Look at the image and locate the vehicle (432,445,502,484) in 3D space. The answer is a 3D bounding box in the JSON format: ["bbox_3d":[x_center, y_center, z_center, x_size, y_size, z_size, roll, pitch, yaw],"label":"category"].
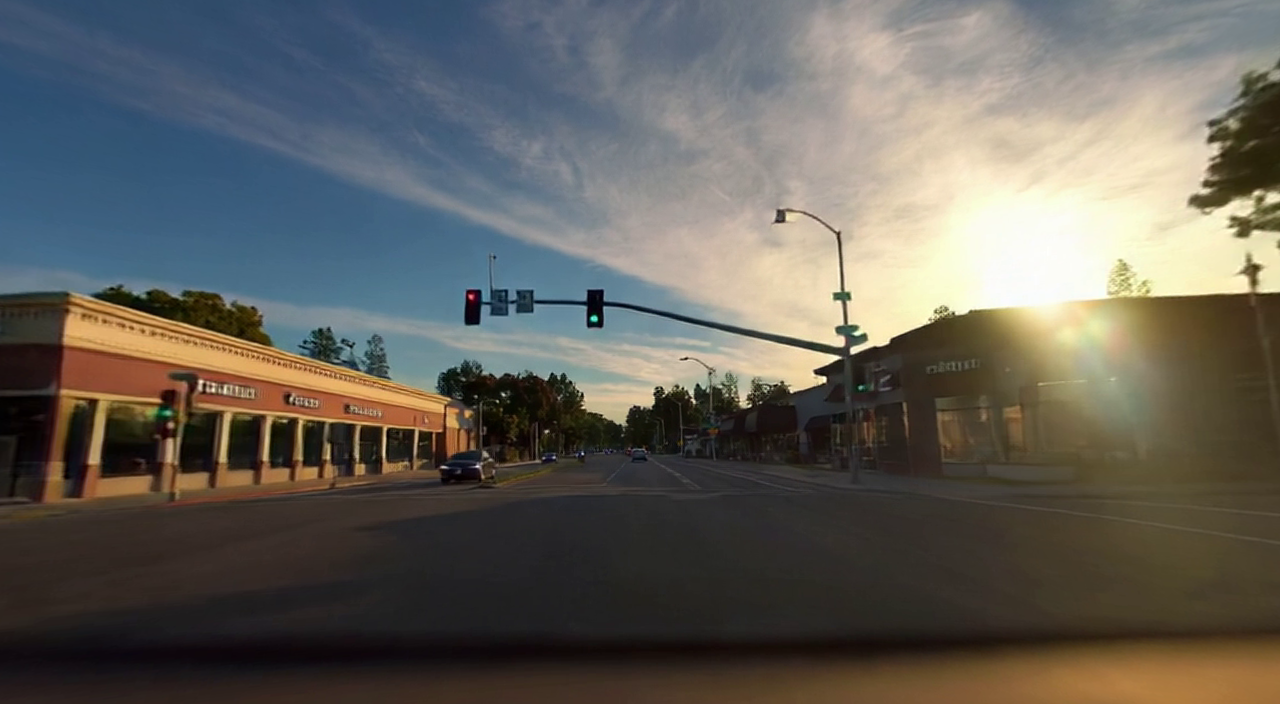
[{"bbox_3d":[-7.754,5.126,28.708,2.011,1.490,4.472,-3,-10,-1],"label":"vehicle"}]
